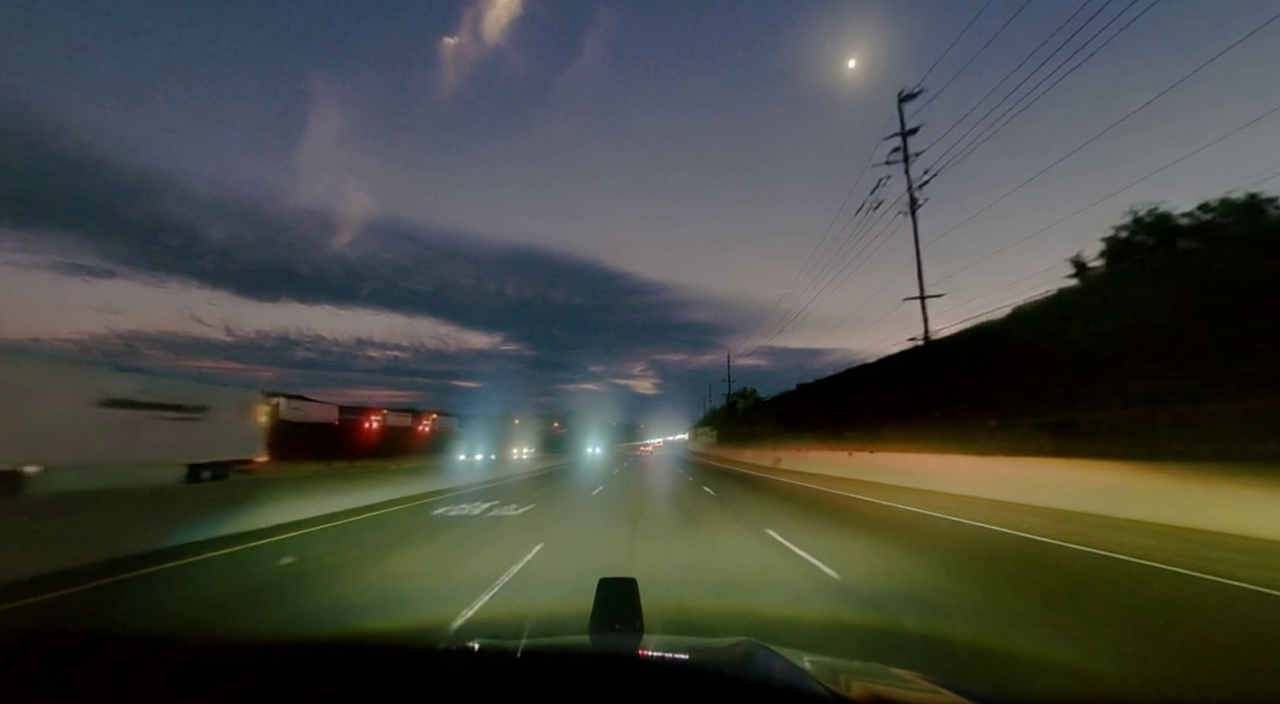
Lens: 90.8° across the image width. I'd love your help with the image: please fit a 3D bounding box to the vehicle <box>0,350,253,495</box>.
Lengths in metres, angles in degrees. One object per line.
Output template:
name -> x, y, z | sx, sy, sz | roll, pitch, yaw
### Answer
vehicle -> -19.354, 2.551, 21.355 | 2.923, 3.998, 15.120 | 0, -9, 0
